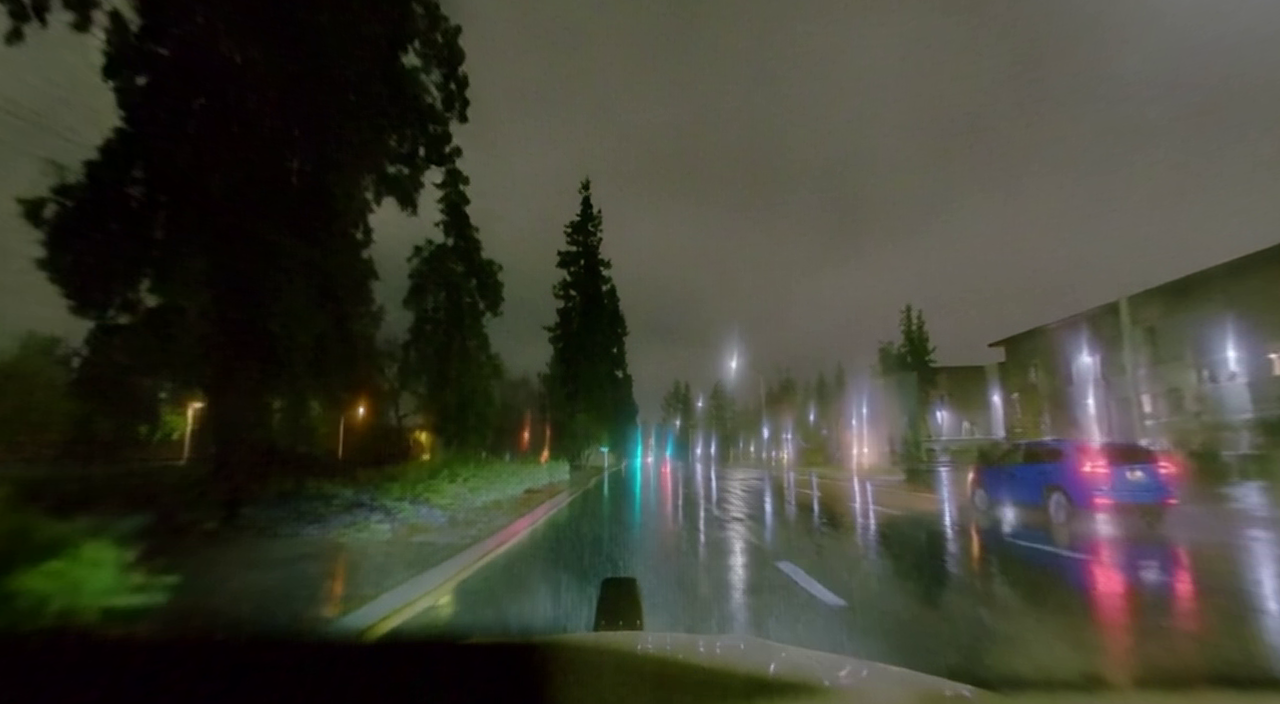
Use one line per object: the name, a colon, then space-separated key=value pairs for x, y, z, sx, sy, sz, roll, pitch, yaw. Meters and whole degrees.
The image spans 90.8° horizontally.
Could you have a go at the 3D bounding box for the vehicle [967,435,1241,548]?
vehicle: x=7.254 y=2.172 z=10.403 sx=1.797 sy=1.518 sz=3.433 roll=0 pitch=-9 yaw=-1
